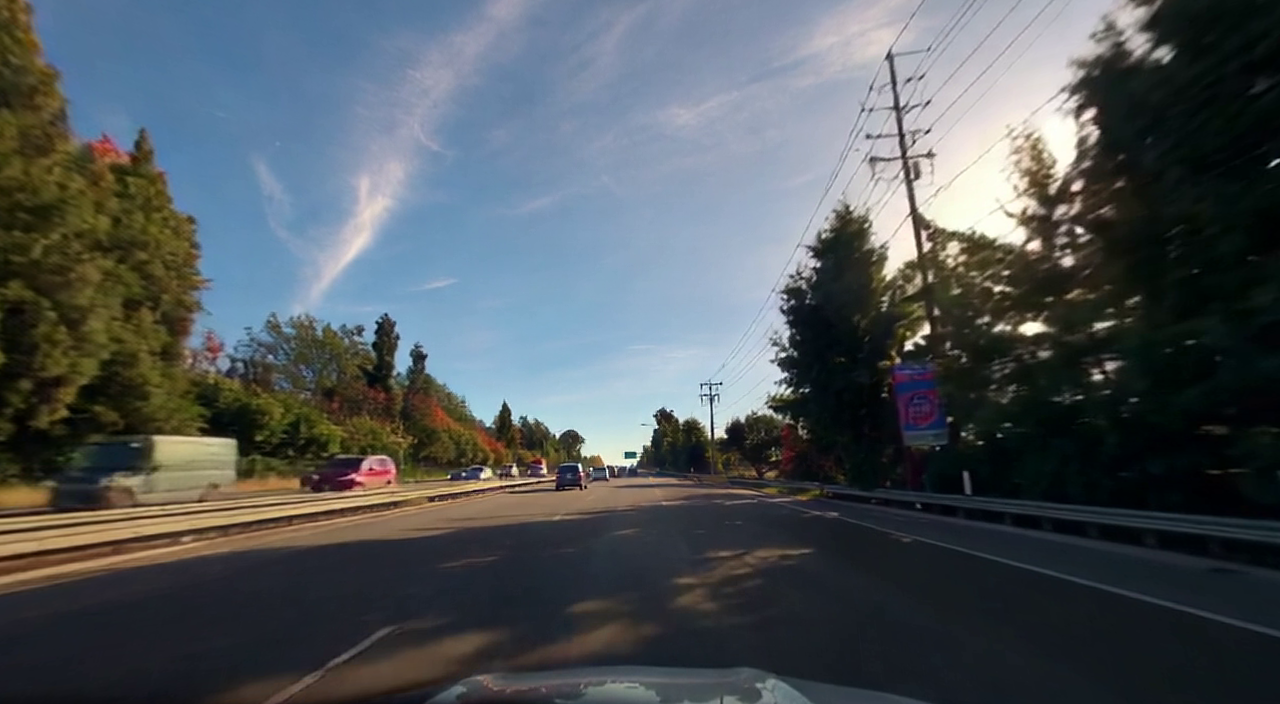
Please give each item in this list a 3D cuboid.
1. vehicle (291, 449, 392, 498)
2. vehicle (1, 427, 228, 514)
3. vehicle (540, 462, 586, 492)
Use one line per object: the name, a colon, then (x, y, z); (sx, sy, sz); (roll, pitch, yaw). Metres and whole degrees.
vehicle: (-13.392, 5.507, 28.680); (2.152, 1.945, 4.821); (1, -10, 0)
vehicle: (-17.512, 4.060, 21.712); (2.308, 2.461, 6.231); (1, -10, 0)
vehicle: (-4.221, 6.944, 35.114); (1.963, 1.501, 4.227); (1, -10, 0)
